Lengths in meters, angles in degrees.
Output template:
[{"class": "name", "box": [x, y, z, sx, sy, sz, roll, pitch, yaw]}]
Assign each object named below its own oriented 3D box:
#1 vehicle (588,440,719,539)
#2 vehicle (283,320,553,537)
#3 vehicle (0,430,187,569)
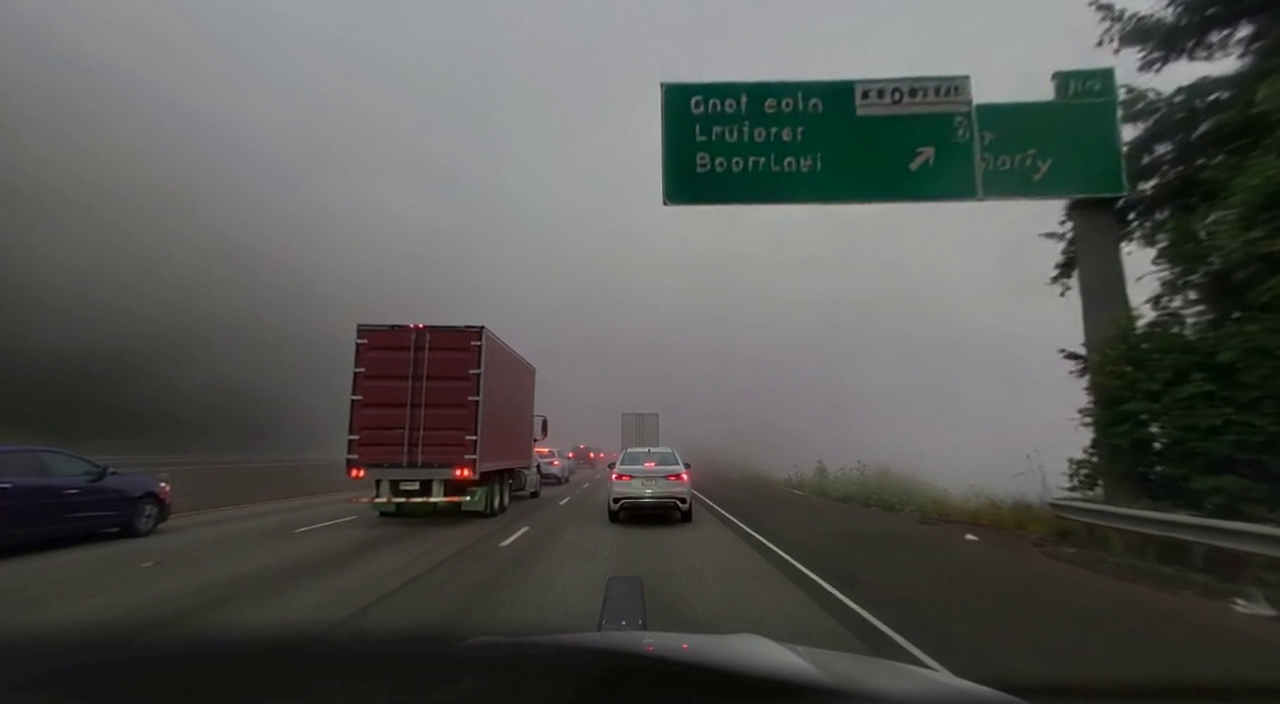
[{"class": "vehicle", "box": [0.206, 2.375, 11.389, 1.995, 1.495, 3.380, 0, -9, 0]}, {"class": "vehicle", "box": [-3.880, 1.741, 13.499, 2.832, 3.293, 7.782, 0, -9, 1]}, {"class": "vehicle", "box": [-7.865, 1.683, 7.348, 1.824, 1.489, 4.422, 0, -9, 1]}]
